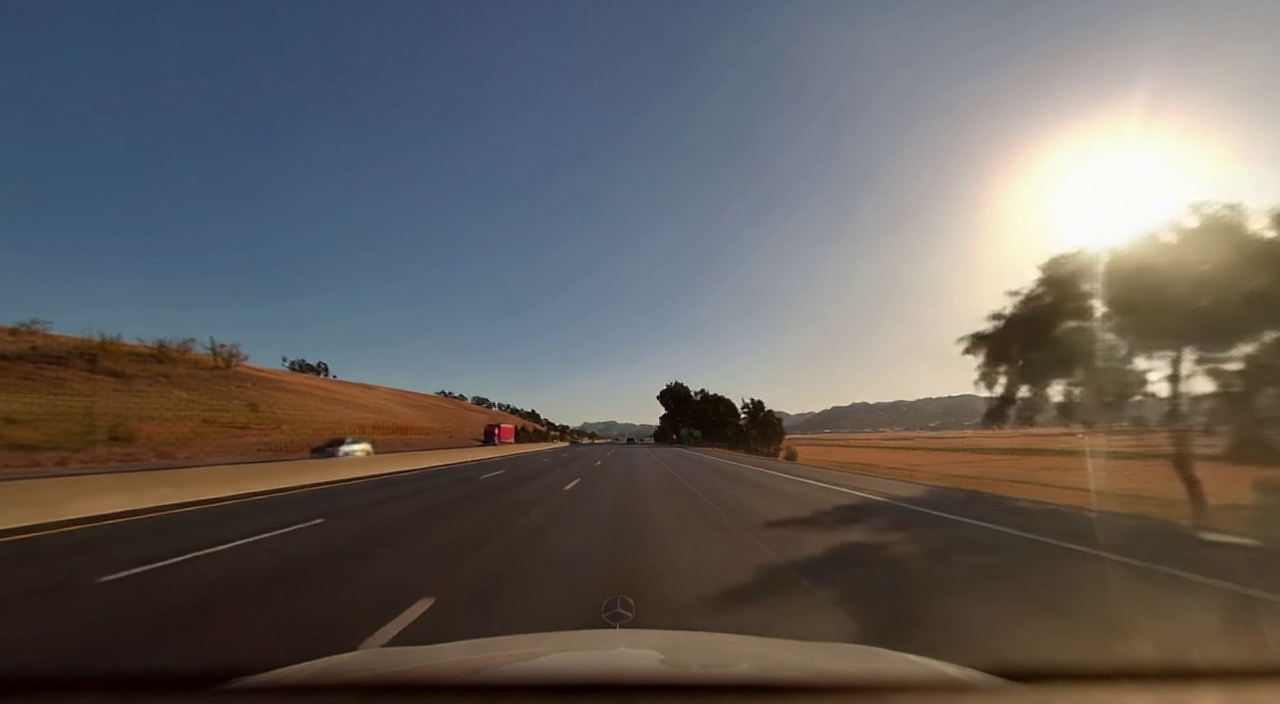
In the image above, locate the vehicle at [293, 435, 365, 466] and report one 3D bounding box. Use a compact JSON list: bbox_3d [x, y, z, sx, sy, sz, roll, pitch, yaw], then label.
[{"bbox_3d":[-16.380,5.180,33.332,1.902,1.512,4.009,0,-8,-2],"label":"vehicle"}]
